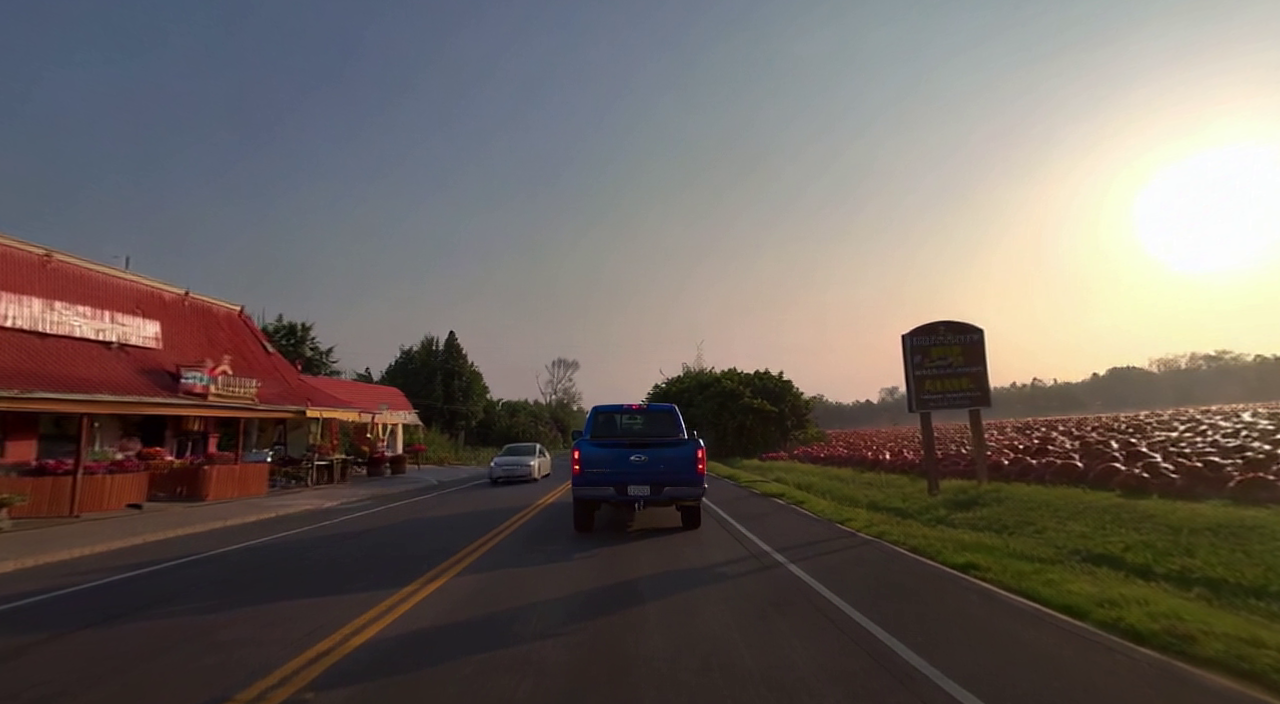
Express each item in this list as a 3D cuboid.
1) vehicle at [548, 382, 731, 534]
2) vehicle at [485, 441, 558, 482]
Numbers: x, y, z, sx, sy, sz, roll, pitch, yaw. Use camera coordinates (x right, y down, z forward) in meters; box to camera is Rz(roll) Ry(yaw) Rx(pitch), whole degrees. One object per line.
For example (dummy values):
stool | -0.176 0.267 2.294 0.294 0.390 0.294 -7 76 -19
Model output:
vehicle | -0.095 1.996 12.352 2.693 2.223 5.885 0 -8 -2
vehicle | -4.619 4.348 25.303 2.121 1.473 4.390 0 -8 -1
